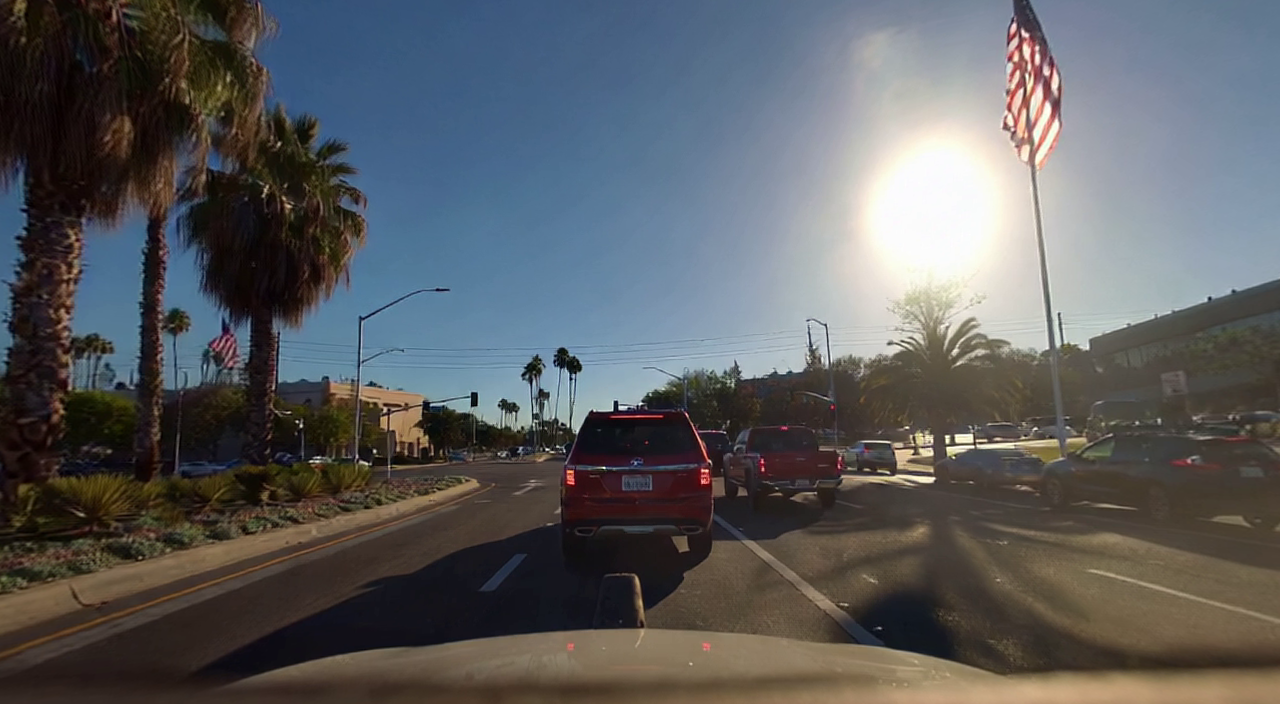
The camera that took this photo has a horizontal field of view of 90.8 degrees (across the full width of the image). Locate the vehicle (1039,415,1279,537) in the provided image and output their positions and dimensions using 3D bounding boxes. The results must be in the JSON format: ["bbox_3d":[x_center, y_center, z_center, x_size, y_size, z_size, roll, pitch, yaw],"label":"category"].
[{"bbox_3d":[9.907,2.166,11.623,2.155,1.779,4.582,0,-9,1],"label":"vehicle"}]

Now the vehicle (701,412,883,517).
[{"bbox_3d":[3.267,2.659,15.484,2.773,2.021,6.212,0,-9,-2],"label":"vehicle"}]

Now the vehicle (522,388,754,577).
[{"bbox_3d":[-0.129,1.685,8.910,2.402,1.938,4.535,0,-9,-3],"label":"vehicle"}]

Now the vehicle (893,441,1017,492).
[{"bbox_3d":[10.157,3.700,20.790,1.855,1.495,4.143,0,-9,-1],"label":"vehicle"}]
